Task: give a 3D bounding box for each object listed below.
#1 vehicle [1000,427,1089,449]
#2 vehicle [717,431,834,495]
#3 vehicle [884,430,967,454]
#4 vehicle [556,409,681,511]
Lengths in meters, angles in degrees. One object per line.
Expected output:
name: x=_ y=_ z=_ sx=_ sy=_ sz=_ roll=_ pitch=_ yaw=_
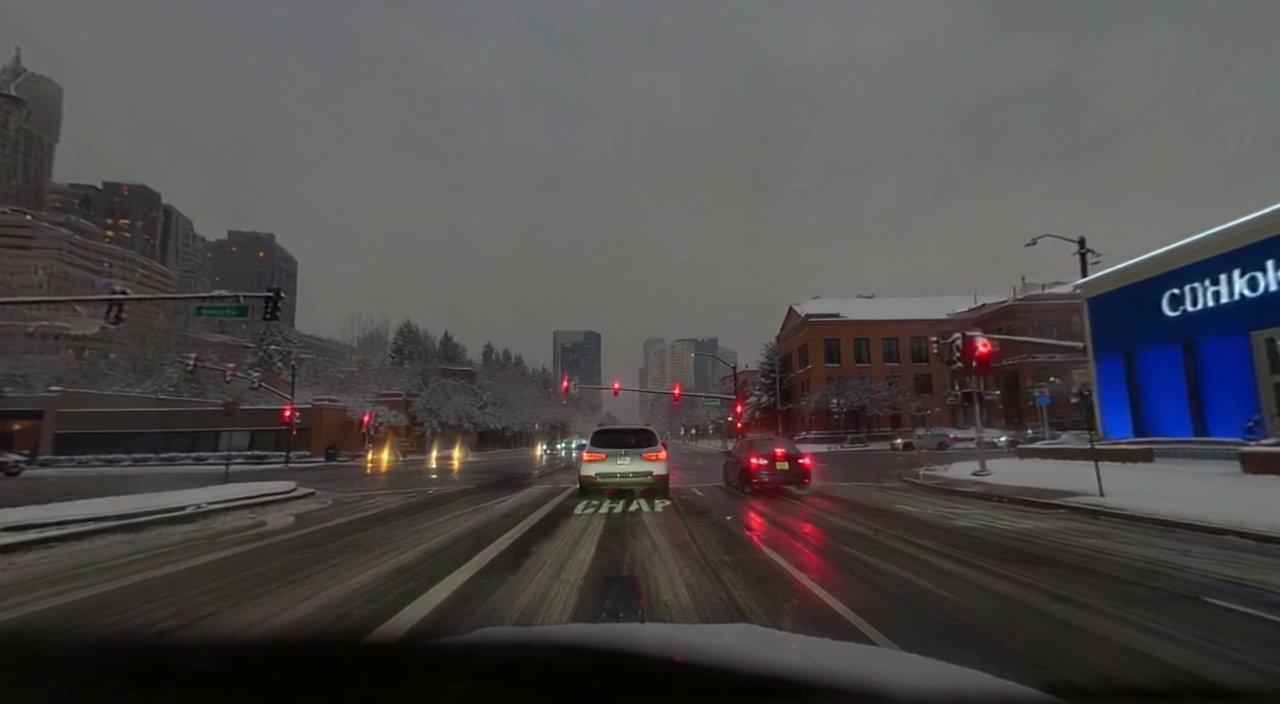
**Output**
vehicle: x=27.564 y=5.893 z=43.171 sx=4.766 sy=1.462 sz=1.872 roll=0 pitch=-9 yaw=0
vehicle: x=3.423 y=2.914 z=16.909 sx=2.080 sy=1.472 sz=4.401 roll=0 pitch=-9 yaw=-1
vehicle: x=19.452 y=6.157 z=43.200 sx=4.851 sy=1.517 sz=1.720 roll=0 pitch=-9 yaw=-3
vehicle: x=-0.410 y=2.330 z=13.950 sx=2.313 sy=1.860 sz=4.319 roll=0 pitch=-9 yaw=0
